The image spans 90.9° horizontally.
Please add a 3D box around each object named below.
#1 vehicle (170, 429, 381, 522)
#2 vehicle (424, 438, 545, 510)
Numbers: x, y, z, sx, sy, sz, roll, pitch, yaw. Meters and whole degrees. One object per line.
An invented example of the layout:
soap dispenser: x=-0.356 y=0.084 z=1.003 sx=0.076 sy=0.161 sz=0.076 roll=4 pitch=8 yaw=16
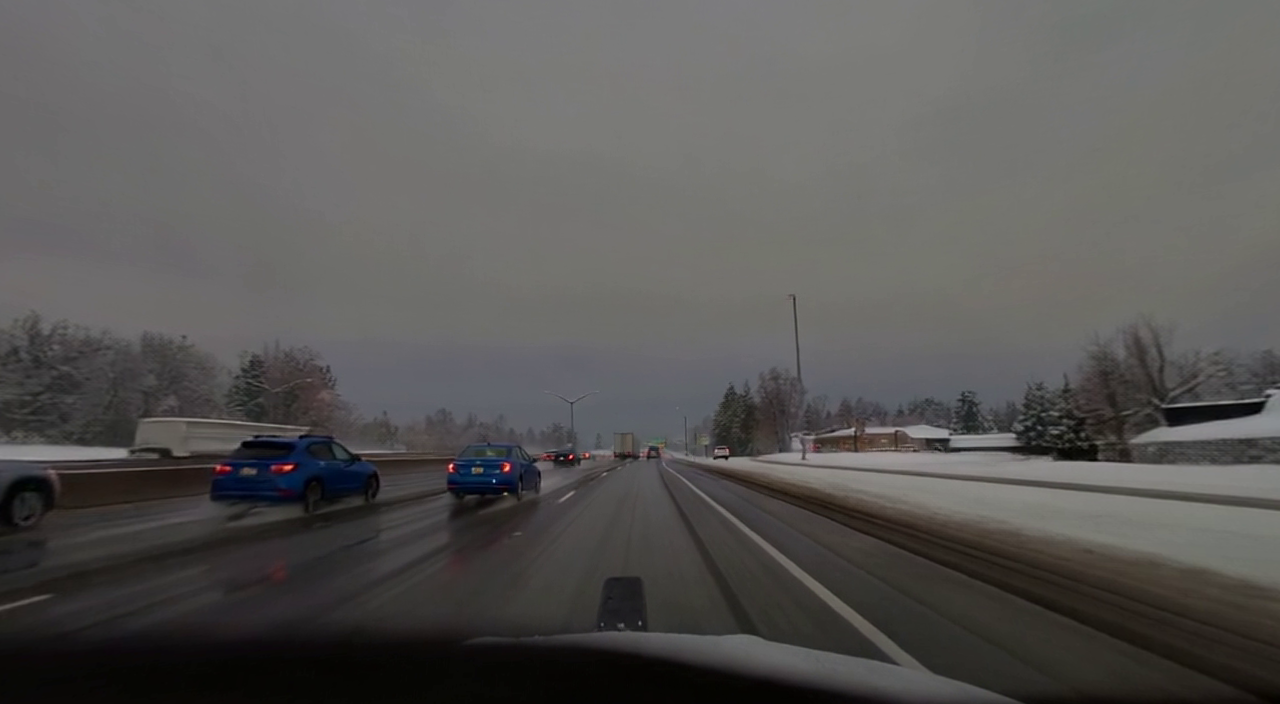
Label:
vehicle: x=-7.609 y=2.580 z=13.809 sx=1.970 sy=1.682 sz=4.297 roll=-1 pitch=-8 yaw=1
vehicle: x=-3.633 y=2.904 z=15.476 sx=1.953 sy=1.511 sz=3.704 roll=-1 pitch=-8 yaw=1
